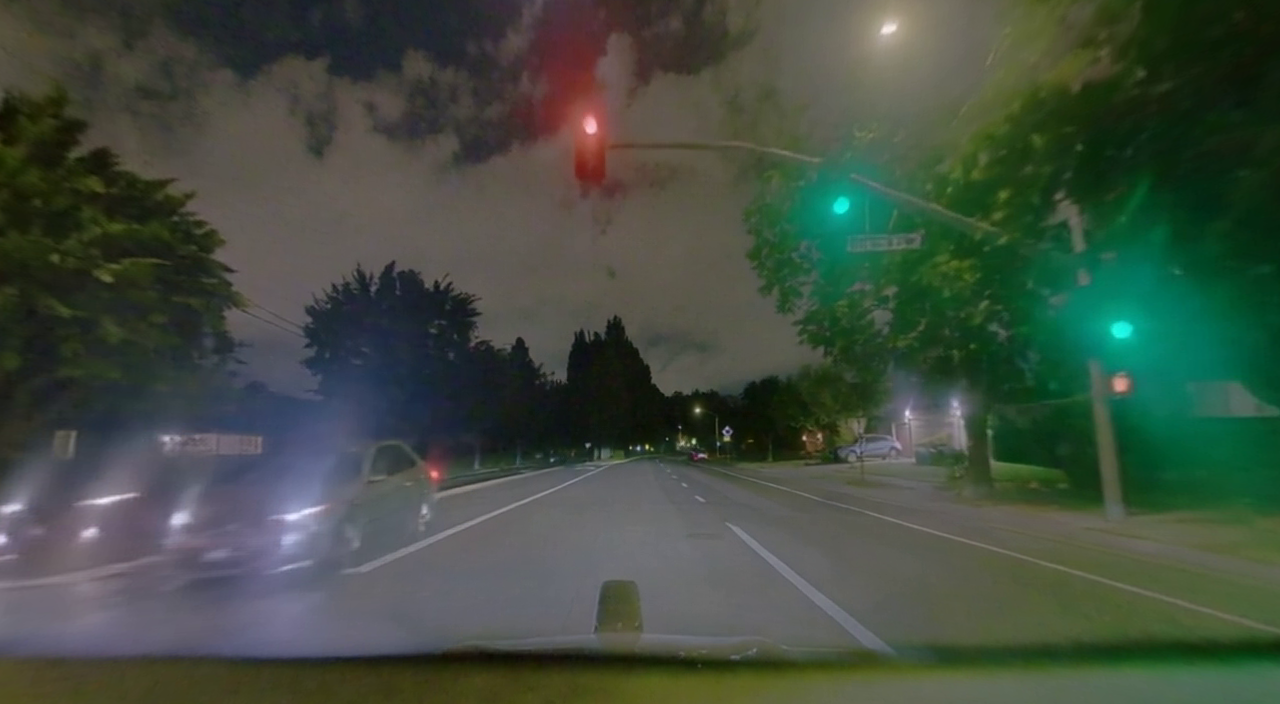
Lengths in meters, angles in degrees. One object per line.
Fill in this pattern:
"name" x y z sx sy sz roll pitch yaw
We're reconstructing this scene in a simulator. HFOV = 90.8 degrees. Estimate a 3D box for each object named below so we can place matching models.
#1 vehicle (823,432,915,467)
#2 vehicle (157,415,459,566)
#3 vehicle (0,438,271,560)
"vehicle" 13.538 5.764 37.575 4.711 1.979 2.019 0 -9 4
"vehicle" -4.505 1.936 9.622 2.095 1.731 4.462 0 -8 1
"vehicle" -8.437 2.286 10.613 1.925 1.615 4.085 0 -8 1
